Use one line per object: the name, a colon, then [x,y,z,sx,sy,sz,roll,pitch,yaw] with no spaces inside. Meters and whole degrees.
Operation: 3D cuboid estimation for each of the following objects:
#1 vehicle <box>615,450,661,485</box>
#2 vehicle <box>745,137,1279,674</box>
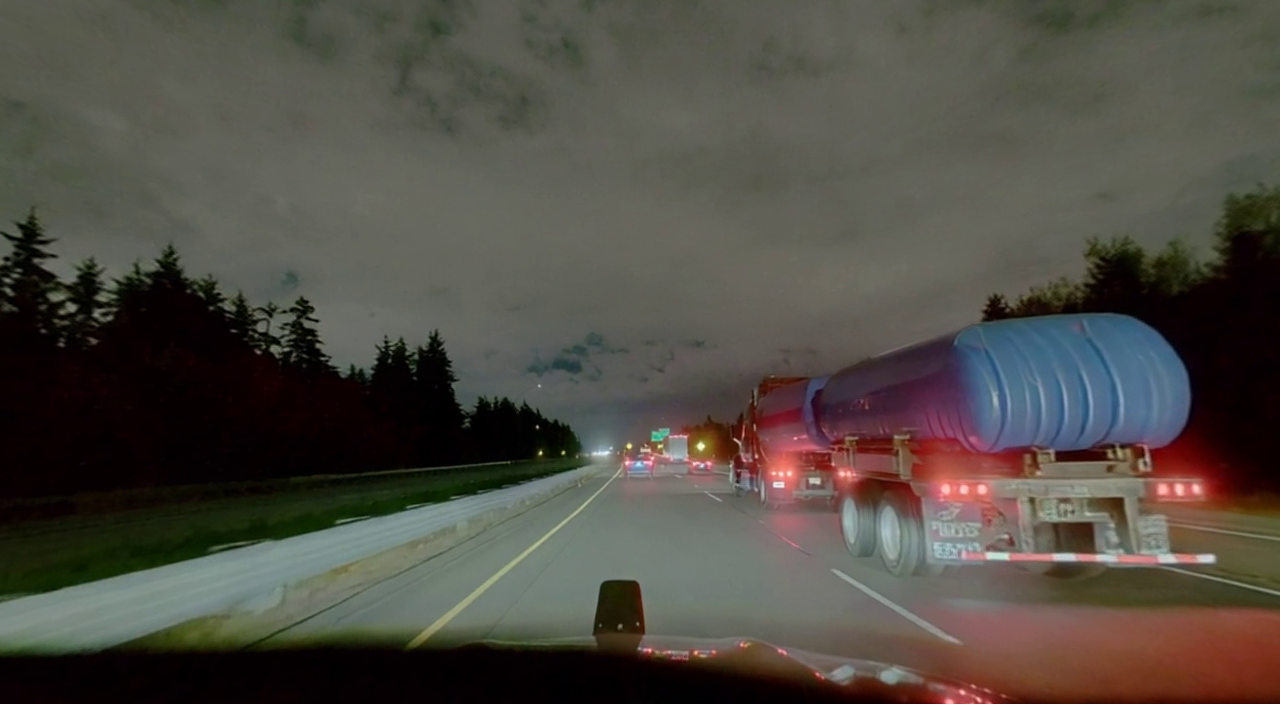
vehicle: [-0.085,5.289,29.172,2.003,1.490,3.636,0,-9,0]
vehicle: [3.988,1.121,9.822,2.694,3.453,11.641,0,-9,0]
